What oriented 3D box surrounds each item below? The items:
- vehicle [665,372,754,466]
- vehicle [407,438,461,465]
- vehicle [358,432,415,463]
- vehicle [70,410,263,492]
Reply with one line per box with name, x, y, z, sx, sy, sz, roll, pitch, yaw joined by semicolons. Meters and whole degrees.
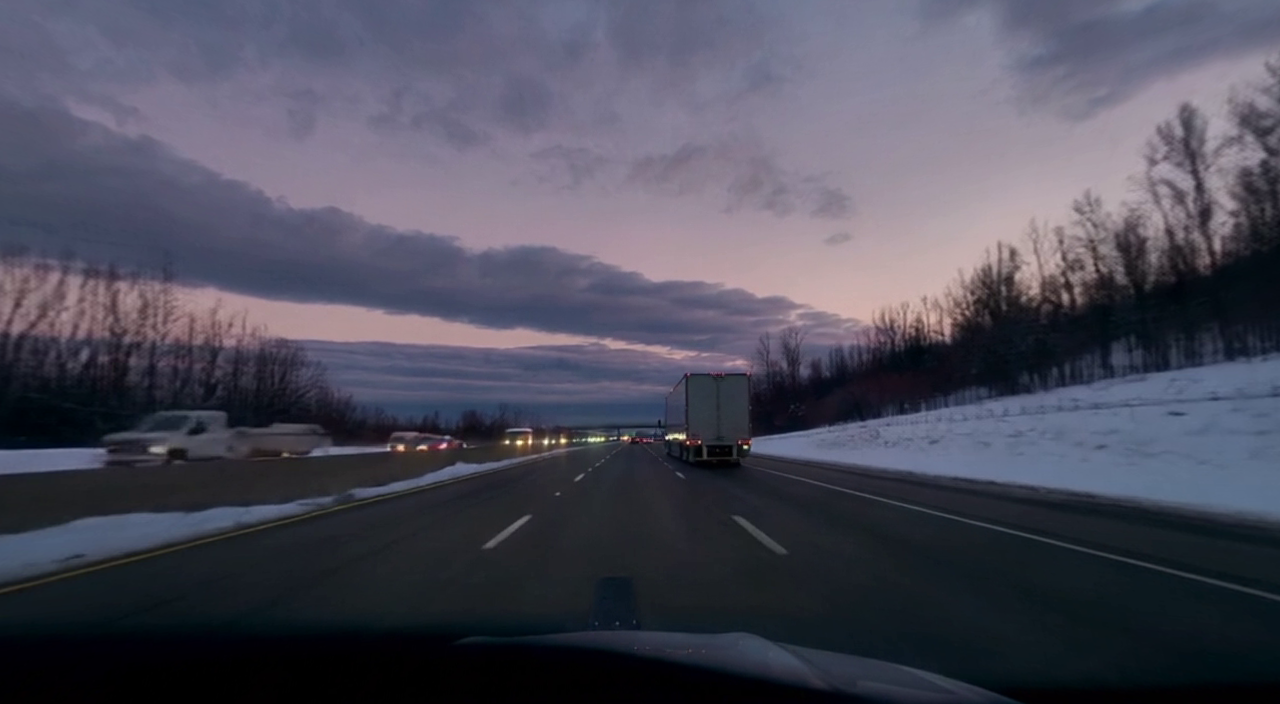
vehicle;3.407;4.009;35.893;2.979;4.161;15.508;0;-8;-1
vehicle;-12.410;5.980;38.136;1.838;1.534;4.240;0;-8;-1
vehicle;-19.824;7.462;49.412;2.313;2.319;5.079;0;-8;0
vehicle;-15.922;3.343;21.723;2.353;2.443;5.476;0;-8;0
